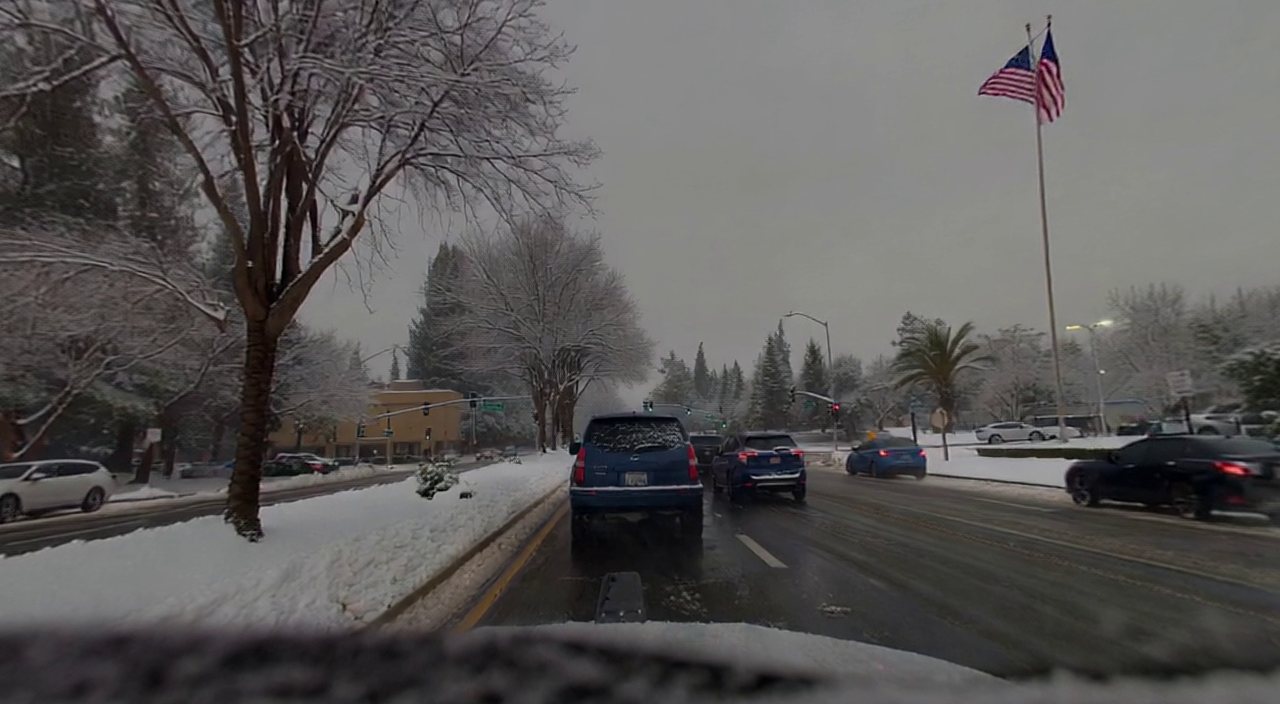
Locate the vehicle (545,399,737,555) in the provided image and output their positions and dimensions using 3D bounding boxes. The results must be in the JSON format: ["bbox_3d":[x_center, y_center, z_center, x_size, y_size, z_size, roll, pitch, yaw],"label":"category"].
[{"bbox_3d":[-0.027,1.908,10.260,2.402,1.938,4.535,0,-9,-1],"label":"vehicle"}]

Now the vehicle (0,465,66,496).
[{"bbox_3d":[-45.875,9.223,45.503,6.410,2.078,2.584,0,-9,0],"label":"vehicle"}]

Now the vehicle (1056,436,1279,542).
[{"bbox_3d":[9.801,2.278,11.200,1.967,1.485,4.267,0,-9,1],"label":"vehicle"}]

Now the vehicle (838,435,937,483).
[{"bbox_3d":[10.088,4.389,26.181,2.155,1.779,4.582,0,-9,-1],"label":"vehicle"}]

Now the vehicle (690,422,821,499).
[{"bbox_3d":[3.299,3.331,19.814,2.773,2.021,6.212,0,-9,-1],"label":"vehicle"}]
